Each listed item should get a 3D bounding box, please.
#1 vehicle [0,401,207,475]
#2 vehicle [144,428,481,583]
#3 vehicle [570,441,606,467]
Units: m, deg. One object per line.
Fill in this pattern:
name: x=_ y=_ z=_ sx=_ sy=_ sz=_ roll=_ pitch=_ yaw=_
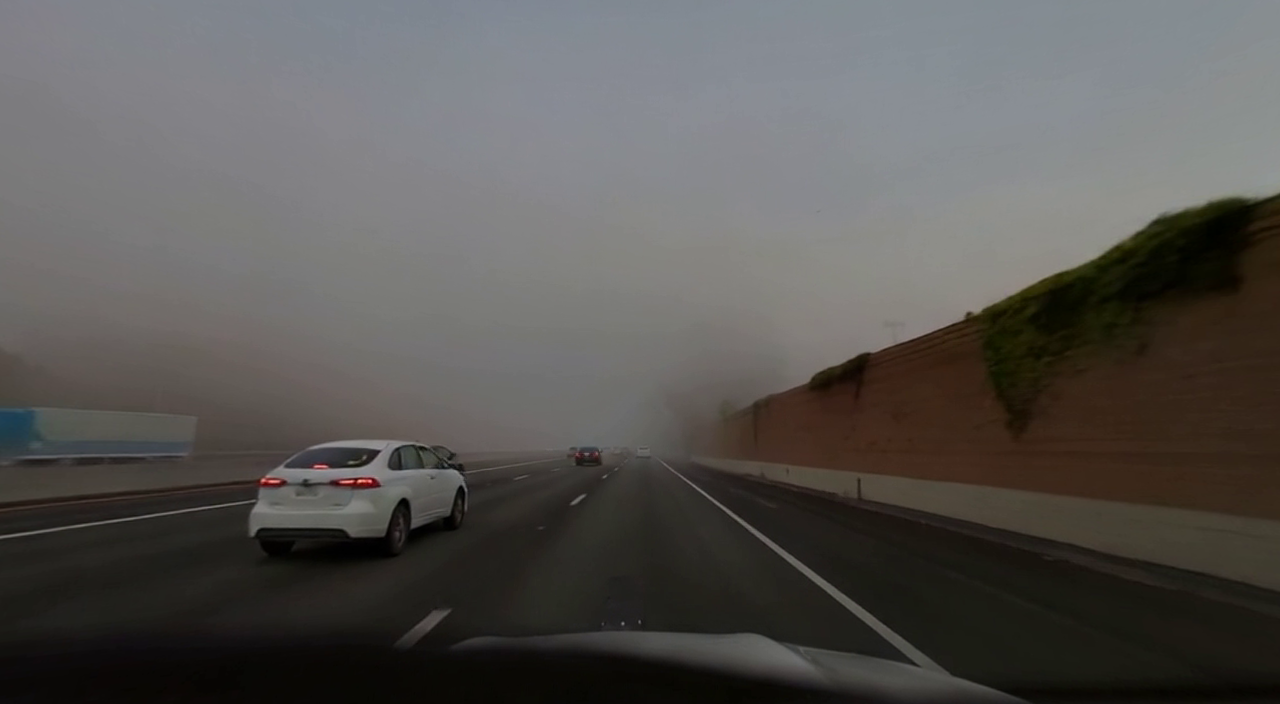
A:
vehicle: x=-28.463 y=4.505 z=32.363 sx=2.810 sy=3.115 sz=13.379 roll=0 pitch=-9 yaw=0
vehicle: x=-3.814 y=1.858 z=8.581 sx=1.945 sy=1.484 sz=4.803 roll=0 pitch=-9 yaw=1
vehicle: x=-3.570 y=7.111 z=43.914 sx=2.036 sy=1.636 sz=4.511 roll=0 pitch=-9 yaw=1
